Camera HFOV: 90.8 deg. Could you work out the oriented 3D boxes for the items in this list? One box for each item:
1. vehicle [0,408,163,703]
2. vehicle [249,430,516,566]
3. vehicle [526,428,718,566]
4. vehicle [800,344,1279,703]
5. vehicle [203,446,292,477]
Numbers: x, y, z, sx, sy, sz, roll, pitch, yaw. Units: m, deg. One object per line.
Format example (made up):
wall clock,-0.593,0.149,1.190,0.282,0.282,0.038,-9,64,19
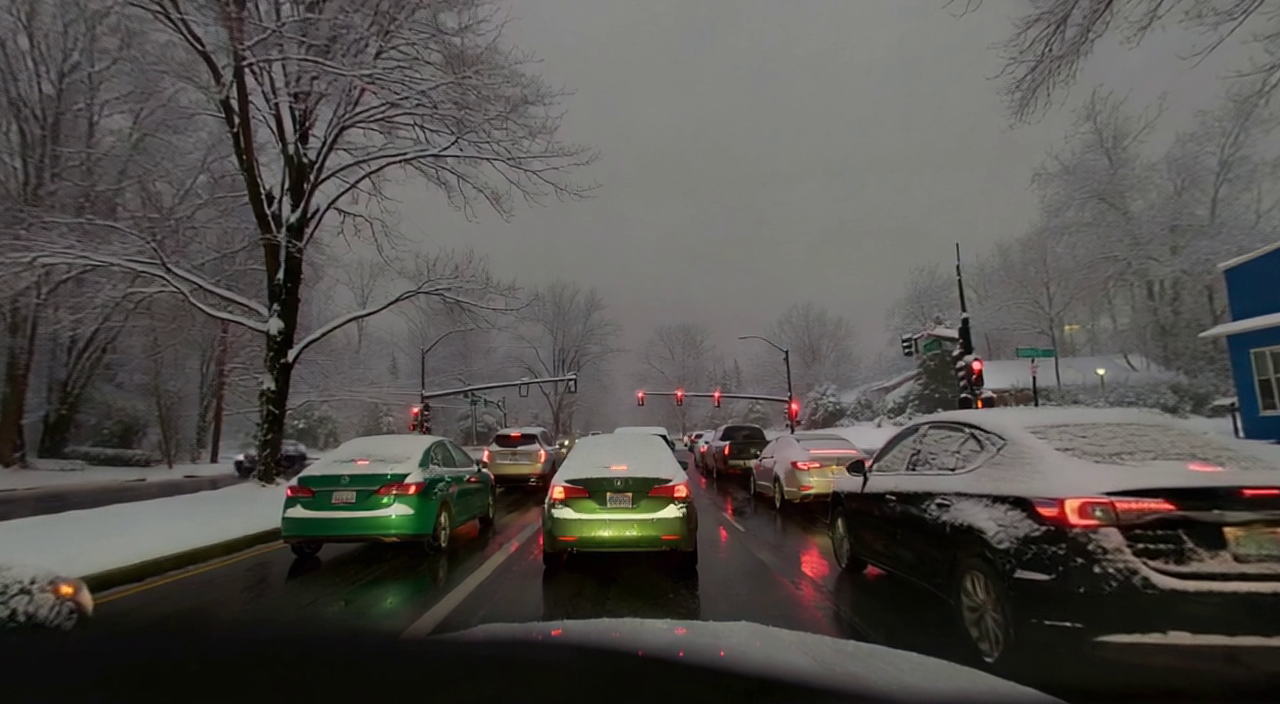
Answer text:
vehicle,-3.359,0.715,0.826,1.863,1.448,4.697,0,-8,-1
vehicle,-3.200,1.887,8.947,1.917,1.441,4.128,-1,-8,2
vehicle,-0.201,1.838,8.722,2.041,1.450,3.847,0,-8,0
vehicle,3.001,1.151,4.853,2.196,1.676,4.865,0,-8,-1
vehicle,-20.311,5.659,32.941,2.075,1.445,4.597,1,-8,-6
